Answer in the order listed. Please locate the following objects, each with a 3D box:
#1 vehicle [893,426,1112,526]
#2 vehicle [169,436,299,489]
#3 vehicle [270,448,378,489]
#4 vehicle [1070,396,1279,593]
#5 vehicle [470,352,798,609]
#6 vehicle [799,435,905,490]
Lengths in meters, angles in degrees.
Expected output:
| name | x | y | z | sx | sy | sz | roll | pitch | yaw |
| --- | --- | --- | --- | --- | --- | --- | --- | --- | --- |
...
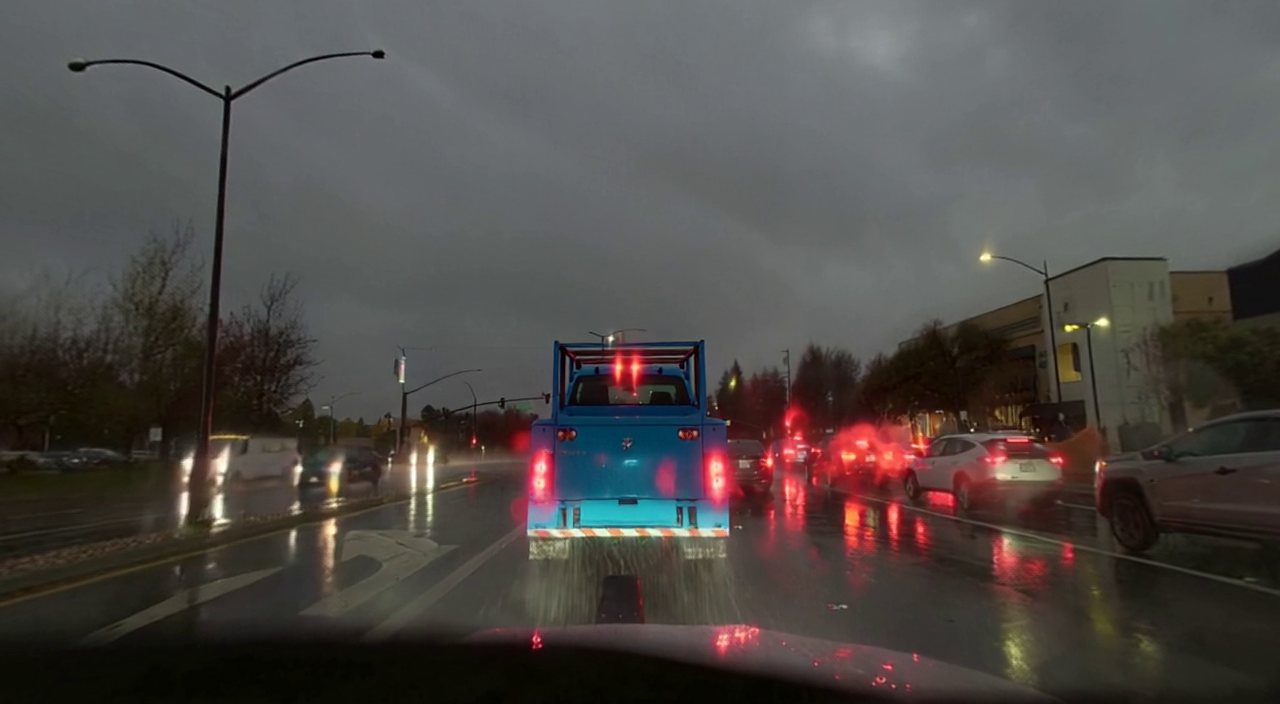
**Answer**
| name | x | y | z | sx | sy | sz | roll | pitch | yaw |
| --- | --- | --- | --- | --- | --- | --- | --- | --- | --- |
| vehicle | 7.060 | 2.439 | 12.978 | 1.931 | 1.692 | 4.267 | 0 | -9 | 0 |
| vehicle | -19.139 | 5.220 | 30.207 | 2.700 | 2.296 | 5.270 | 0 | -9 | -1 |
| vehicle | -12.504 | 4.602 | 25.367 | 1.983 | 1.449 | 4.501 | 0 | -9 | 0 |
| vehicle | 6.818 | 1.357 | 6.174 | 2.023 | 1.771 | 4.488 | 0 | -9 | 0 |
| vehicle | -0.101 | 1.470 | 8.143 | 2.682 | 2.117 | 5.706 | 0 | -9 | -1 |
| vehicle | 7.067 | 3.731 | 21.606 | 1.953 | 1.665 | 4.327 | 0 | -9 | -2 |
